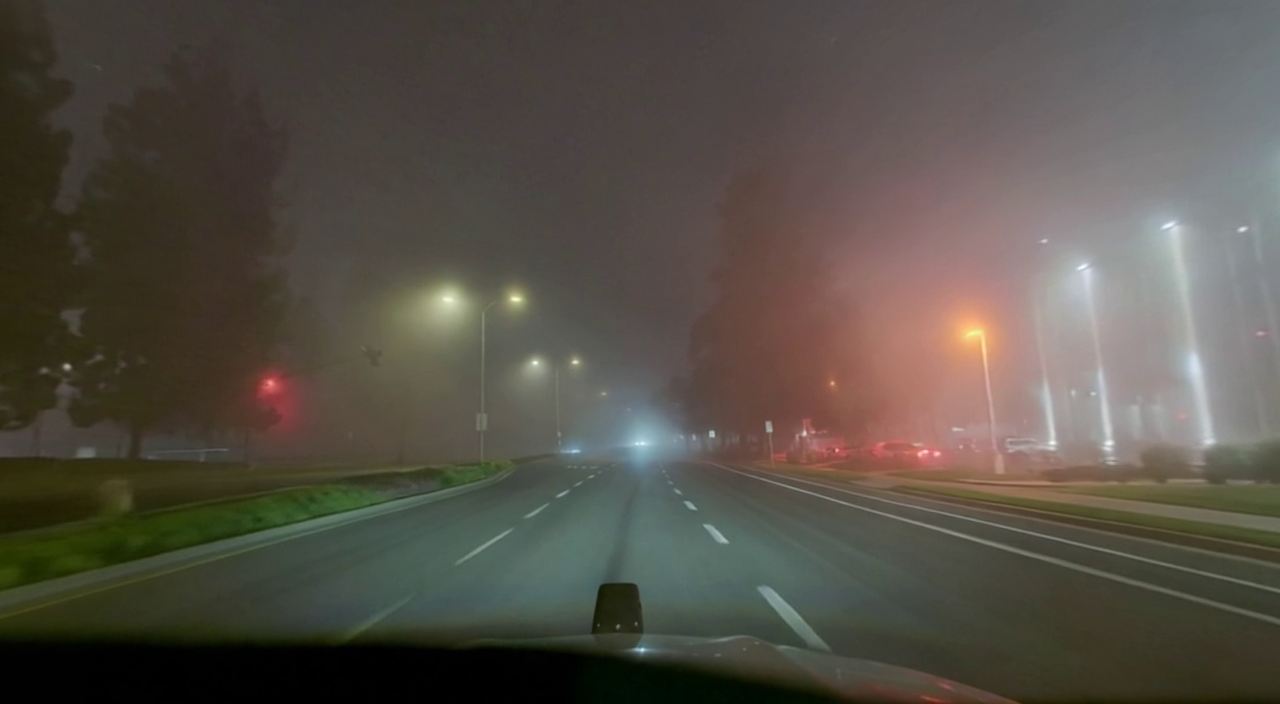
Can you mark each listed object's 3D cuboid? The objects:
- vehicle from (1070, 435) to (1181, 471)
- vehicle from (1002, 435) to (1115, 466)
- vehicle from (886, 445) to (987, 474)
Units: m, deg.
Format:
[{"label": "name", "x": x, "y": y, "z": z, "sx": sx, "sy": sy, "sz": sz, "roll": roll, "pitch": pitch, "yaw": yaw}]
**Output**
[{"label": "vehicle", "x": 27.731, "y": 5.766, "z": 36.059, "sx": 4.627, "sy": 1.659, "sz": 1.882, "roll": -4, "pitch": -7, "yaw": 1}, {"label": "vehicle", "x": 27.201, "y": 6.413, "z": 41.093, "sx": 5.663, "sy": 1.895, "sz": 2.229, "roll": -1, "pitch": -8, "yaw": 3}, {"label": "vehicle", "x": 15.613, "y": 5.678, "z": 33.374, "sx": 4.331, "sy": 1.469, "sz": 2.008, "roll": -1, "pitch": -9, "yaw": 3}]
